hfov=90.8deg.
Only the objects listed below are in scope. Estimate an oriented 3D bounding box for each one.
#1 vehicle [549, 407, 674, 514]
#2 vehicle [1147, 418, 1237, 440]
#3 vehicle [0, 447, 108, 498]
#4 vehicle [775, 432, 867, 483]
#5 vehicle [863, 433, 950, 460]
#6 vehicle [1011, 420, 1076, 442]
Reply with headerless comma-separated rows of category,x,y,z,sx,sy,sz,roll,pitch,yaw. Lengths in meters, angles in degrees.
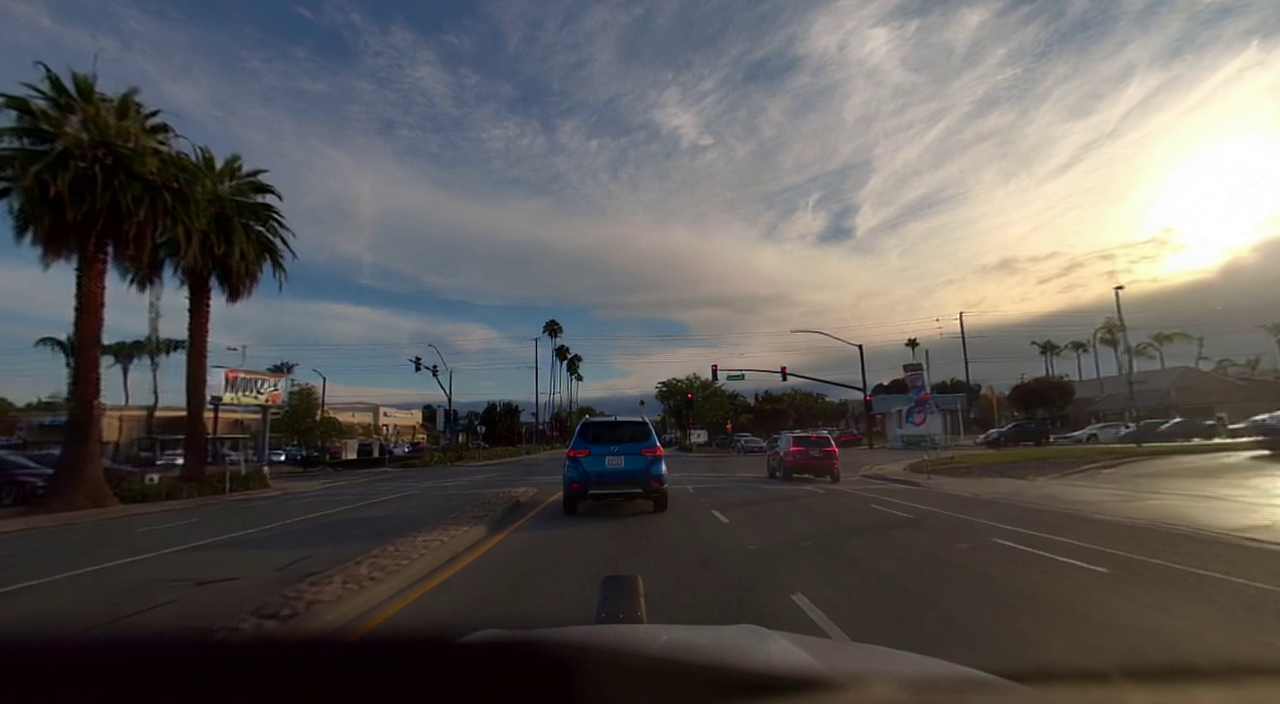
vehicle,-0.579,2.317,13.909,2.263,1.932,4.709,0,-8,-2
vehicle,39.067,5.478,44.879,4.527,1.458,1.778,-6,-10,34
vehicle,-19.457,3.683,19.527,4.277,1.482,1.950,0,-8,2
vehicle,6.163,3.634,22.066,2.086,1.560,4.542,-1,-8,3
vehicle,15.405,5.433,36.510,4.745,1.474,1.923,4,-9,-26
vehicle,31.727,6.274,49.775,4.167,1.655,1.841,-5,-10,31
